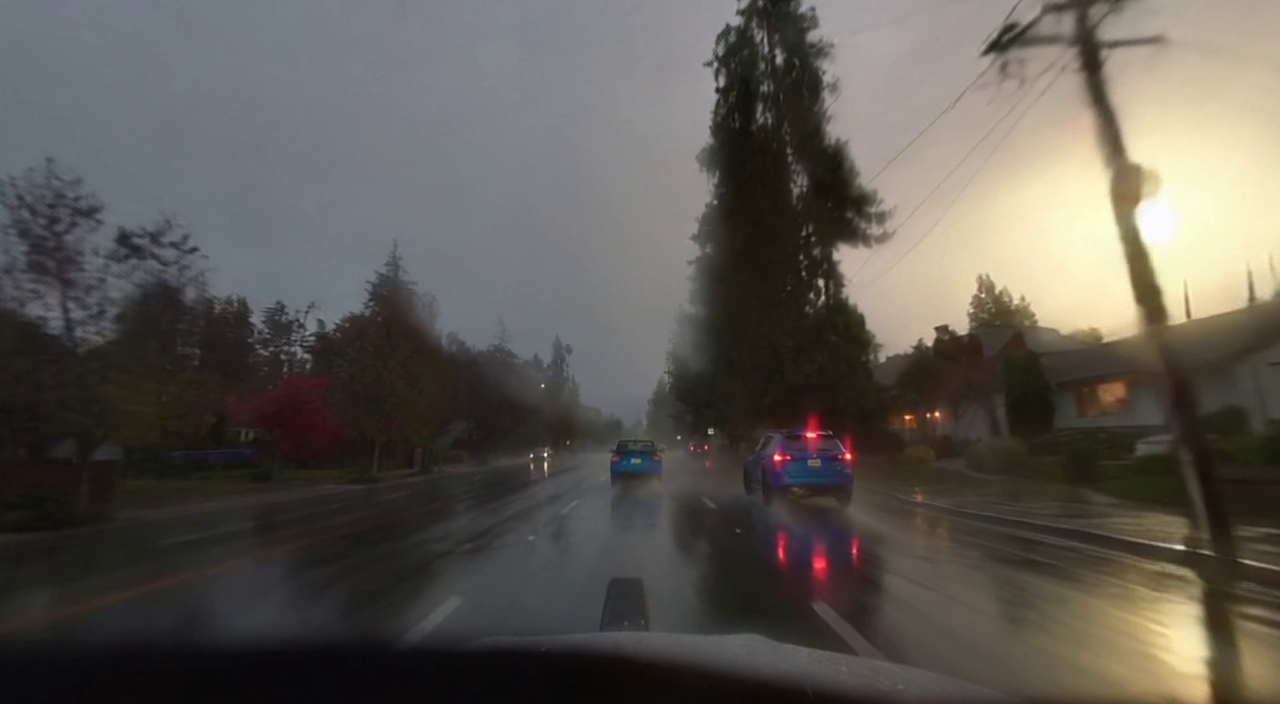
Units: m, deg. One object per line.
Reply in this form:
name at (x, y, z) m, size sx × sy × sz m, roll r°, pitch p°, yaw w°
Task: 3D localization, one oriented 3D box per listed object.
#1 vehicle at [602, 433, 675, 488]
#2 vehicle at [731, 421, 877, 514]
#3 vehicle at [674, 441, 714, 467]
vehicle at (-0.036, 3.626, 21.317) m, size 2.200 × 1.653 × 4.127 m, roll 0°, pitch -9°, yaw 0°
vehicle at (3.422, 2.524, 14.176) m, size 2.024 × 1.711 × 4.512 m, roll 0°, pitch -9°, yaw 0°
vehicle at (3.335, 6.395, 39.621) m, size 2.099 × 1.463 × 4.130 m, roll 0°, pitch -9°, yaw -1°
